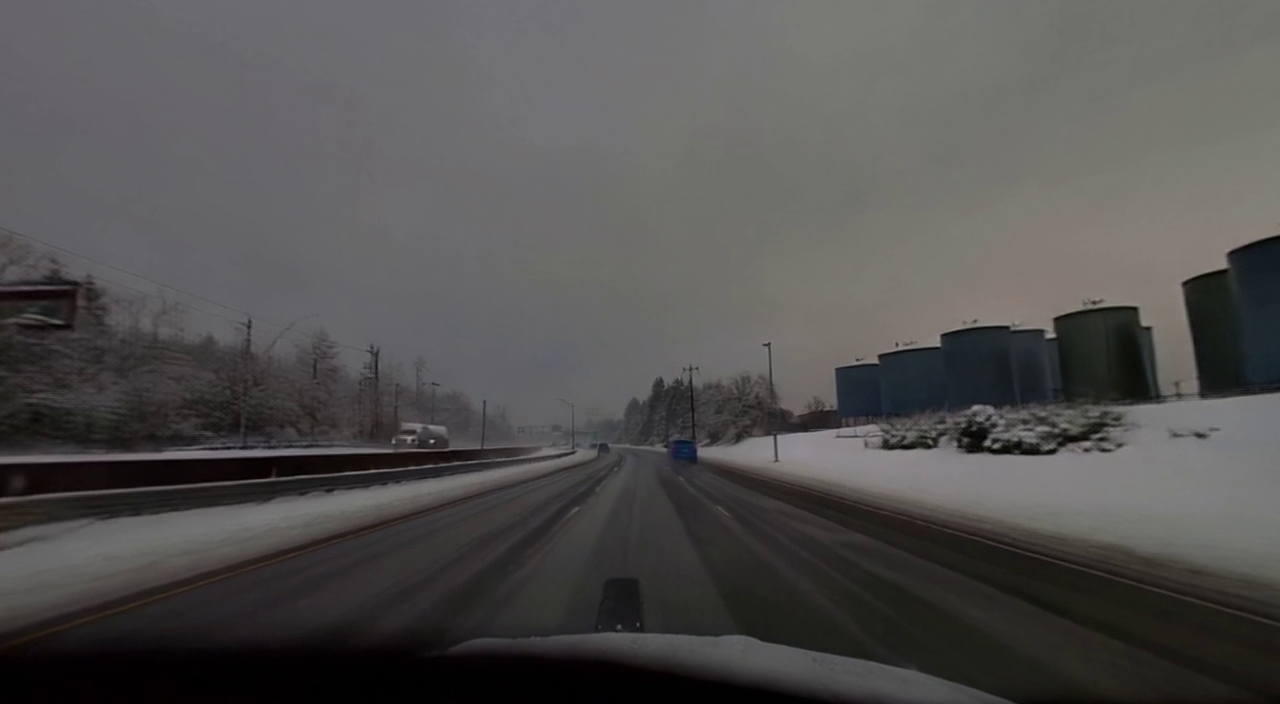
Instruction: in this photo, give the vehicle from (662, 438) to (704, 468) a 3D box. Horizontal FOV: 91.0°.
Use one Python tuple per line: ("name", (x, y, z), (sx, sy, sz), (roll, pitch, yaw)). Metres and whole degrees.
("vehicle", (2.694, 6.485, 40.651), (2.296, 1.790, 5.067), (0, -9, -1))
